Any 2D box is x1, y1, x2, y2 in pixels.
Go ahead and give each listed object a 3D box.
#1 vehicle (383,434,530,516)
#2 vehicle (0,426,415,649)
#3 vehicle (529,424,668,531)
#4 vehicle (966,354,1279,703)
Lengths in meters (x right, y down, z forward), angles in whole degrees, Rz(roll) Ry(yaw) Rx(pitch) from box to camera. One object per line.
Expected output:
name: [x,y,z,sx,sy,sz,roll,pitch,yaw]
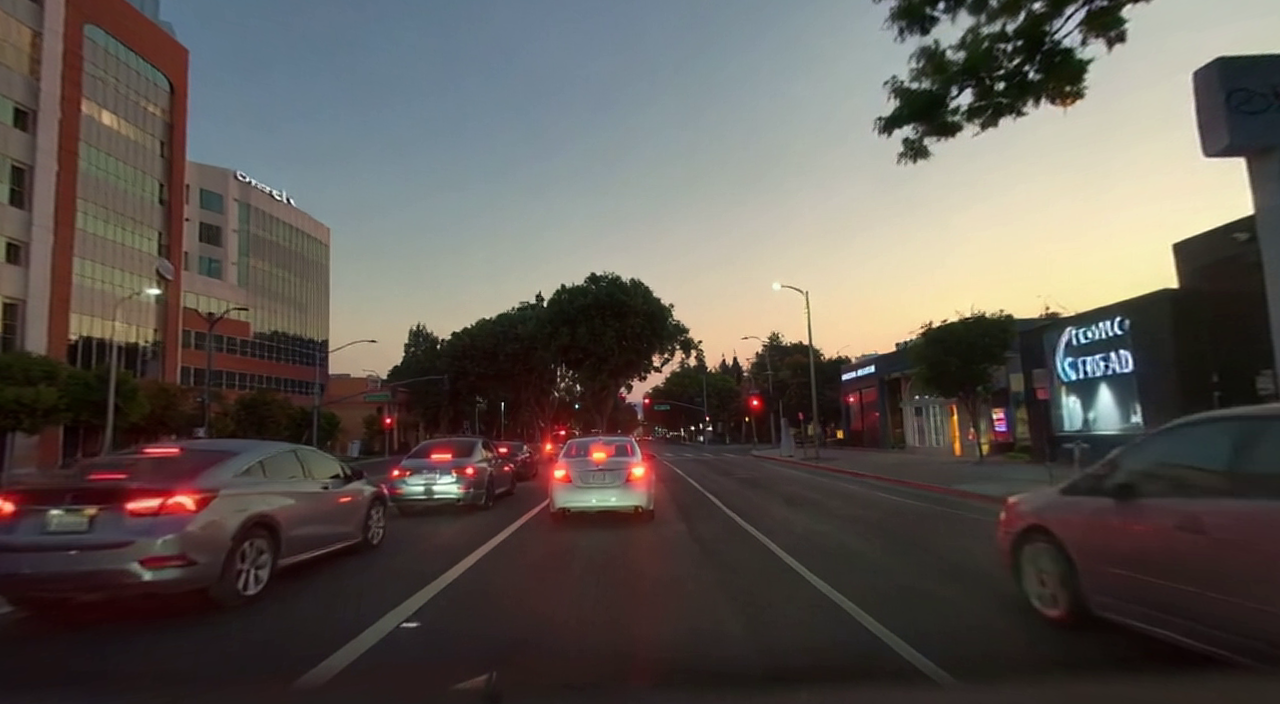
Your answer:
vehicle: [-3.744,2.576,13.737,1.950,1.487,4.130,0,-9,0]
vehicle: [-4.138,1.566,6.483,2.020,1.457,4.496,0,-9,0]
vehicle: [-0.632,2.142,11.342,2.042,1.555,3.912,0,-9,-1]
vehicle: [3.752,0.884,2.977,2.097,1.651,4.300,0,-9,0]
